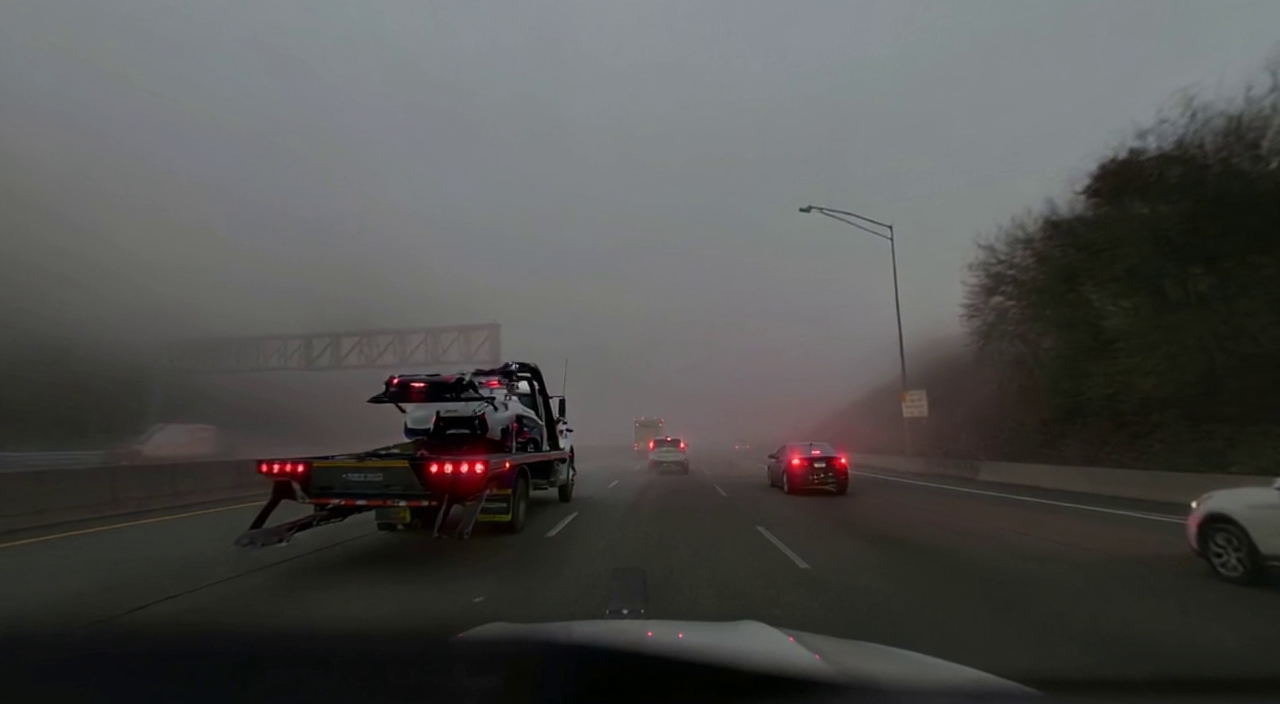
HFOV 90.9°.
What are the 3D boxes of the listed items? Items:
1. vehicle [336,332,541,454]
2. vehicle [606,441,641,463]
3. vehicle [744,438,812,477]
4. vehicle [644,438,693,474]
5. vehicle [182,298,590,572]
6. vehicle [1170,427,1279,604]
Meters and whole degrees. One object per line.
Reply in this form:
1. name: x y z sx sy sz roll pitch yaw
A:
1. vehicle: -3.128 0.902 11.015 1.893 1.674 4.766 0 -8 1
2. vehicle: -1.065 6.824 43.139 2.016 1.450 4.310 -1 -8 4
3. vehicle: 6.236 4.799 29.051 2.075 1.614 4.682 0 -8 0
4. vehicle: 1.277 4.650 28.381 2.079 1.499 3.915 0 -8 3
5. vehicle: -3.133 1.608 11.993 3.162 2.955 10.282 0 -8 2
6. vehicle: 6.501 1.218 4.212 2.040 1.481 4.260 1 -8 -4
